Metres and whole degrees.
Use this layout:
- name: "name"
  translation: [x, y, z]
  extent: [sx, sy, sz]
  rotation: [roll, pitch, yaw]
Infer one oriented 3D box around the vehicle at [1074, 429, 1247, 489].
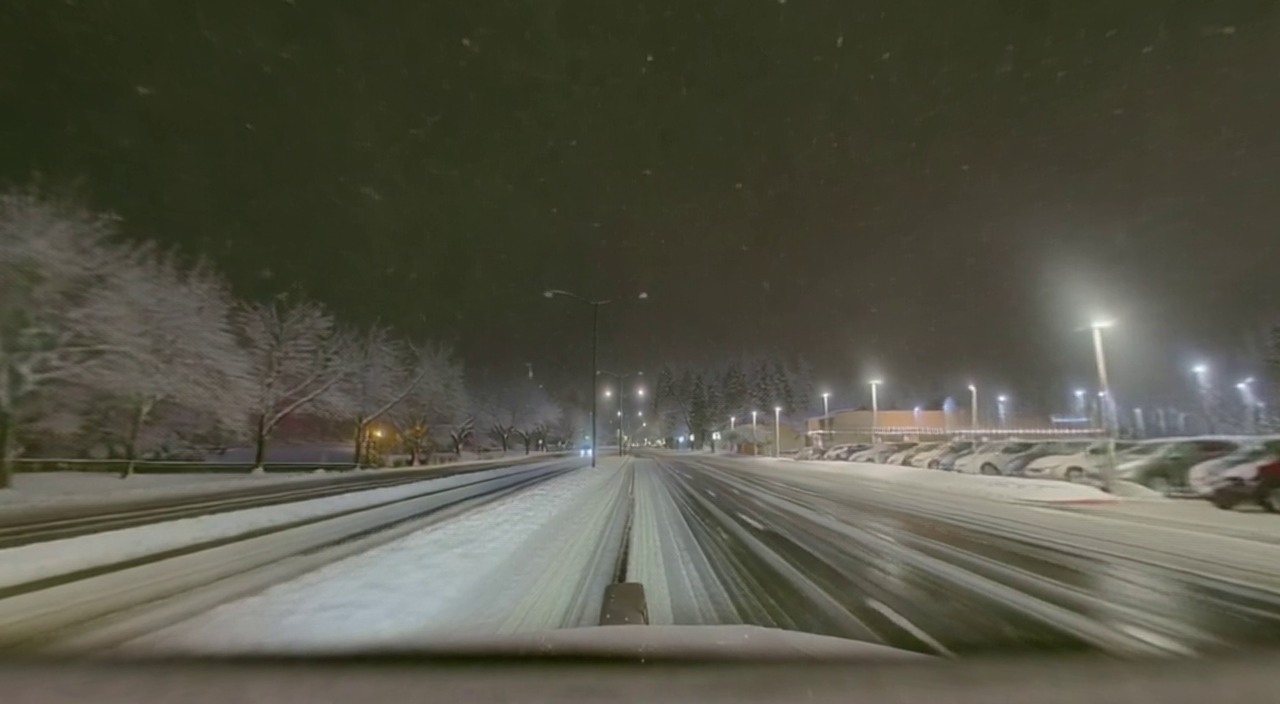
- name: "vehicle"
  translation: [16.939, 3.467, 20.865]
  extent: [1.882, 1.699, 4.367]
  rotation: [-1, -8, -1]
